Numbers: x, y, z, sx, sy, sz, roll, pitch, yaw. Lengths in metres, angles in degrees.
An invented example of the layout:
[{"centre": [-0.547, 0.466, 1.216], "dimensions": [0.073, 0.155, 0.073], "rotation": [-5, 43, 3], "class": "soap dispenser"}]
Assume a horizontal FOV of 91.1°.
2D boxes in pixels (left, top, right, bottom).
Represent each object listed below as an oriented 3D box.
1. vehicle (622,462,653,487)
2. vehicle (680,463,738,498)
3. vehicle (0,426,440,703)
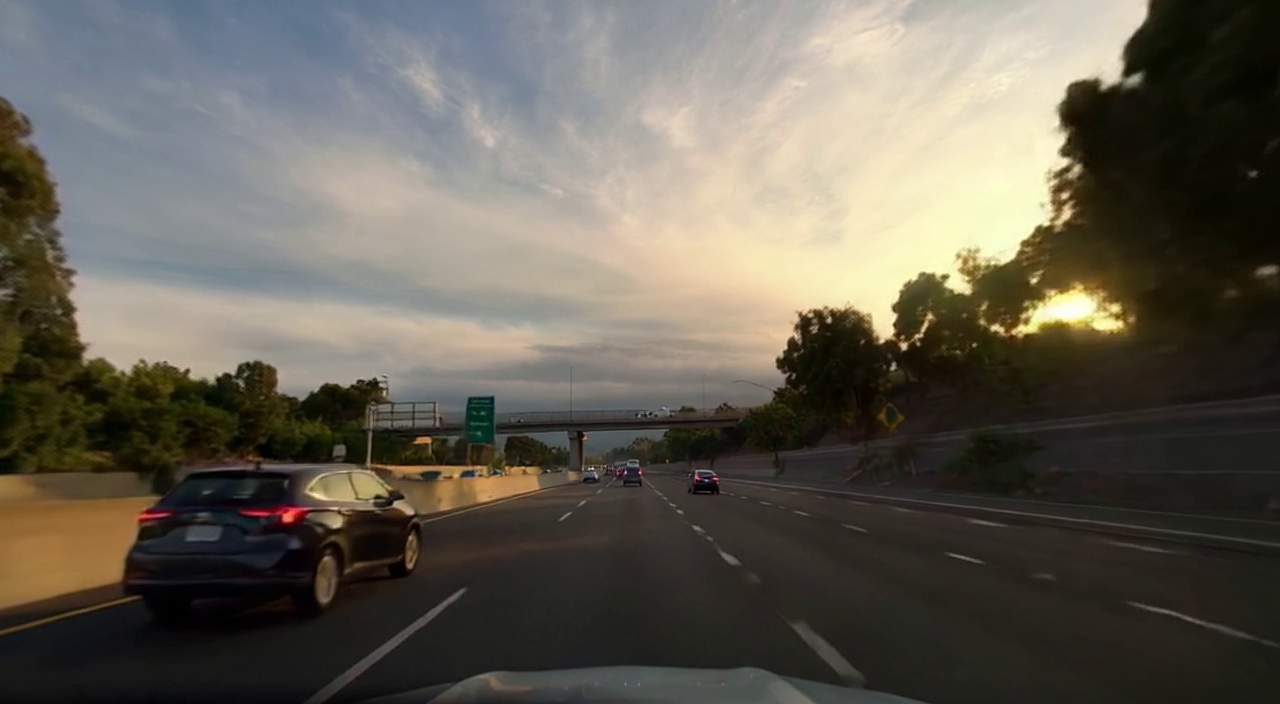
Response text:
[{"centre": [-0.206, 8.925, 45.906], "dimensions": [2.181, 1.698, 4.056], "rotation": [0, -10, -1], "class": "vehicle"}, {"centre": [3.160, 6.035, 29.716], "dimensions": [2.092, 1.518, 4.348], "rotation": [1, -10, -2], "class": "vehicle"}, {"centre": [-3.297, 1.467, 4.834], "dimensions": [2.099, 1.516, 4.308], "rotation": [0, -10, 0], "class": "vehicle"}]
